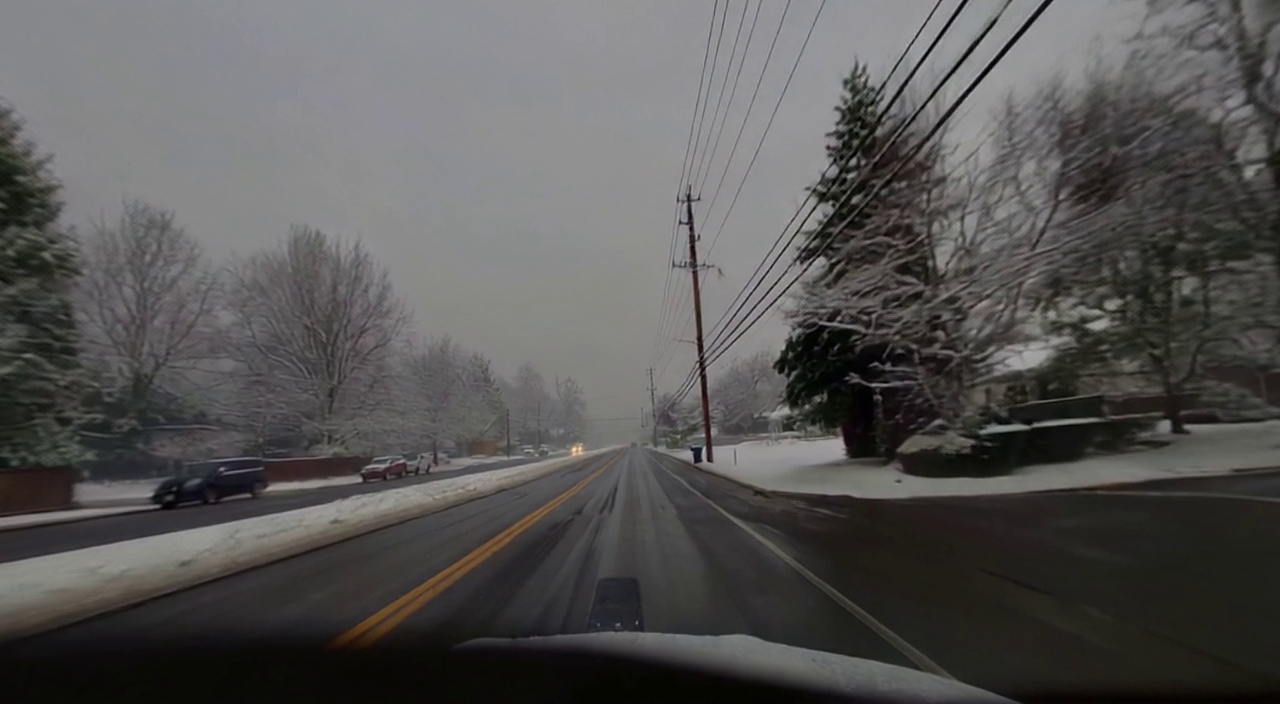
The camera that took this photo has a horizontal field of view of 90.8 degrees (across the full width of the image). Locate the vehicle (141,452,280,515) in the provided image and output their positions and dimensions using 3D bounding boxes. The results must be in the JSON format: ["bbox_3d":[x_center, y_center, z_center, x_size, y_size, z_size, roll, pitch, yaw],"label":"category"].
[{"bbox_3d":[-15.969,4.837,23.905,2.071,1.883,4.915,-4,-8,-3],"label":"vehicle"}]

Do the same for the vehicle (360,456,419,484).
[{"bbox_3d":[-16.069,7.578,40.754,2.031,1.482,4.476,-4,-9,0],"label":"vehicle"}]
